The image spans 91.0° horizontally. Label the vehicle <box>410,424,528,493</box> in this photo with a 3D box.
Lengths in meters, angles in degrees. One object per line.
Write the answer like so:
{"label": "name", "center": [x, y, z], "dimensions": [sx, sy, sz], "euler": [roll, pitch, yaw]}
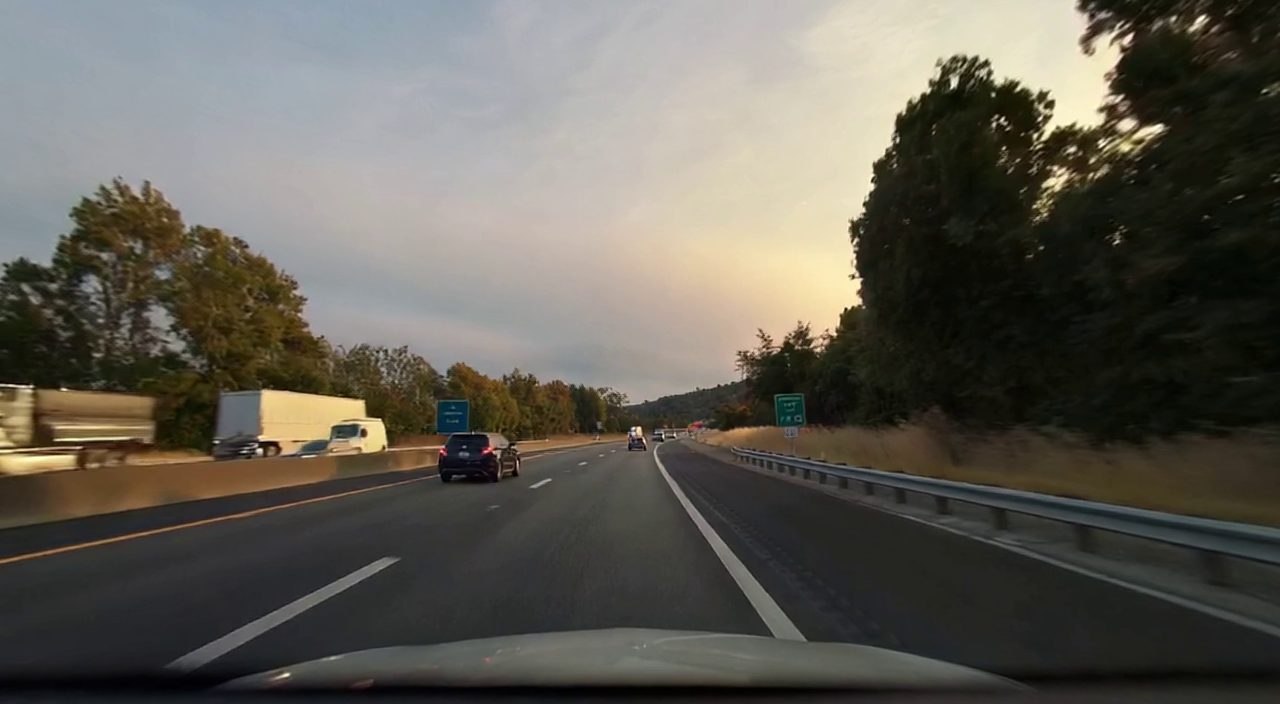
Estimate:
{"label": "vehicle", "center": [-4.559, 2.898, 17.520], "dimensions": [2.075, 1.653, 4.317], "euler": [0, -8, 0]}

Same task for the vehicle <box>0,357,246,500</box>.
{"label": "vehicle", "center": [-17.579, 2.588, 20.322], "dimensions": [3.008, 3.569, 10.281], "euler": [-1, -8, 0]}

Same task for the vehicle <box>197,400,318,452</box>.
{"label": "vehicle", "center": [-17.463, 3.502, 29.147], "dimensions": [2.190, 2.143, 5.329], "euler": [-1, -8, 1]}
